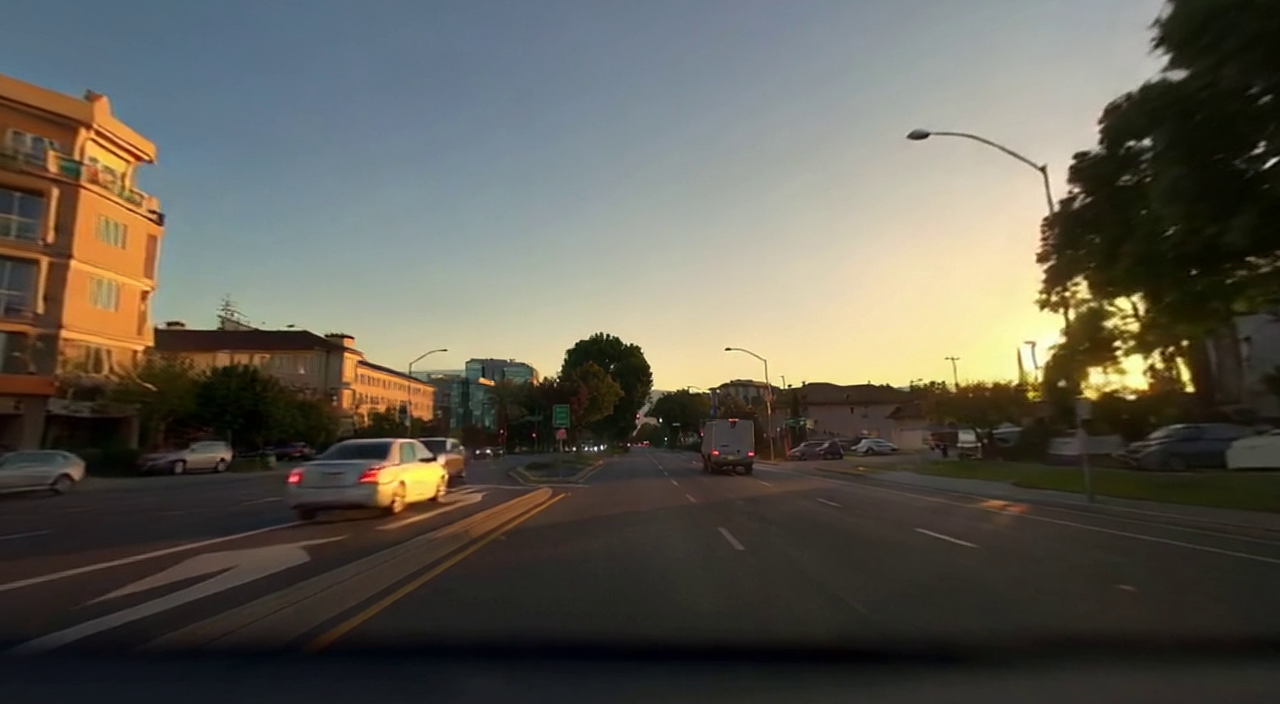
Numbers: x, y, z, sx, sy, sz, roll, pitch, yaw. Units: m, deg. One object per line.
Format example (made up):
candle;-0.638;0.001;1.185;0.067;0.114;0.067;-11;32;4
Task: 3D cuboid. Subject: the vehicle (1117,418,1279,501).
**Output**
vehicle;14.543;2.519;15.292;2.158;1.736;4.713;-2;-8;1

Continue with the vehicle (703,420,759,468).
vehicle;6.509;6.769;46.221;2.802;3.208;7.459;1;-8;-2

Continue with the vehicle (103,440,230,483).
vehicle;-24.247;5.592;32.627;2.177;1.922;5.563;-3;-8;2

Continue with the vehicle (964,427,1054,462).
vehicle;20.200;5.106;34.756;2.012;1.709;4.574;-1;-9;-2

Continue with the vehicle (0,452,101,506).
vehicle;-19.019;3.765;18.831;1.867;1.475;4.369;0;-9;0

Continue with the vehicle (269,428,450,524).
vehicle;-5.519;2.480;13.112;2.002;1.635;4.271;1;-9;-4

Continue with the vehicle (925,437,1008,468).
vehicle;17.646;5.415;34.282;1.957;1.501;4.308;-2;-7;-3
